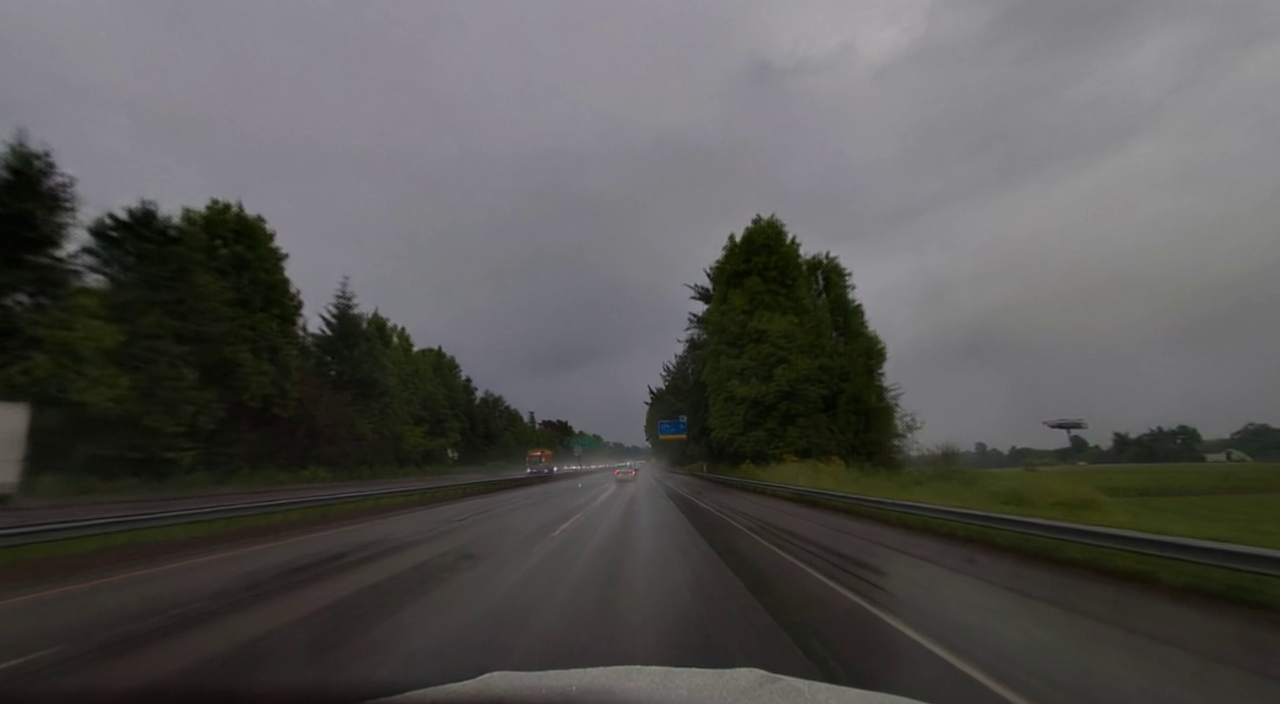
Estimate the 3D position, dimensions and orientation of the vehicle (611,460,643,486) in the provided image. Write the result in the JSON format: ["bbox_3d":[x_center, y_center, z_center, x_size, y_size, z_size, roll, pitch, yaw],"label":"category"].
[{"bbox_3d":[-0.861,8.399,43.794,2.104,1.655,4.039,1,-10,0],"label":"vehicle"}]
